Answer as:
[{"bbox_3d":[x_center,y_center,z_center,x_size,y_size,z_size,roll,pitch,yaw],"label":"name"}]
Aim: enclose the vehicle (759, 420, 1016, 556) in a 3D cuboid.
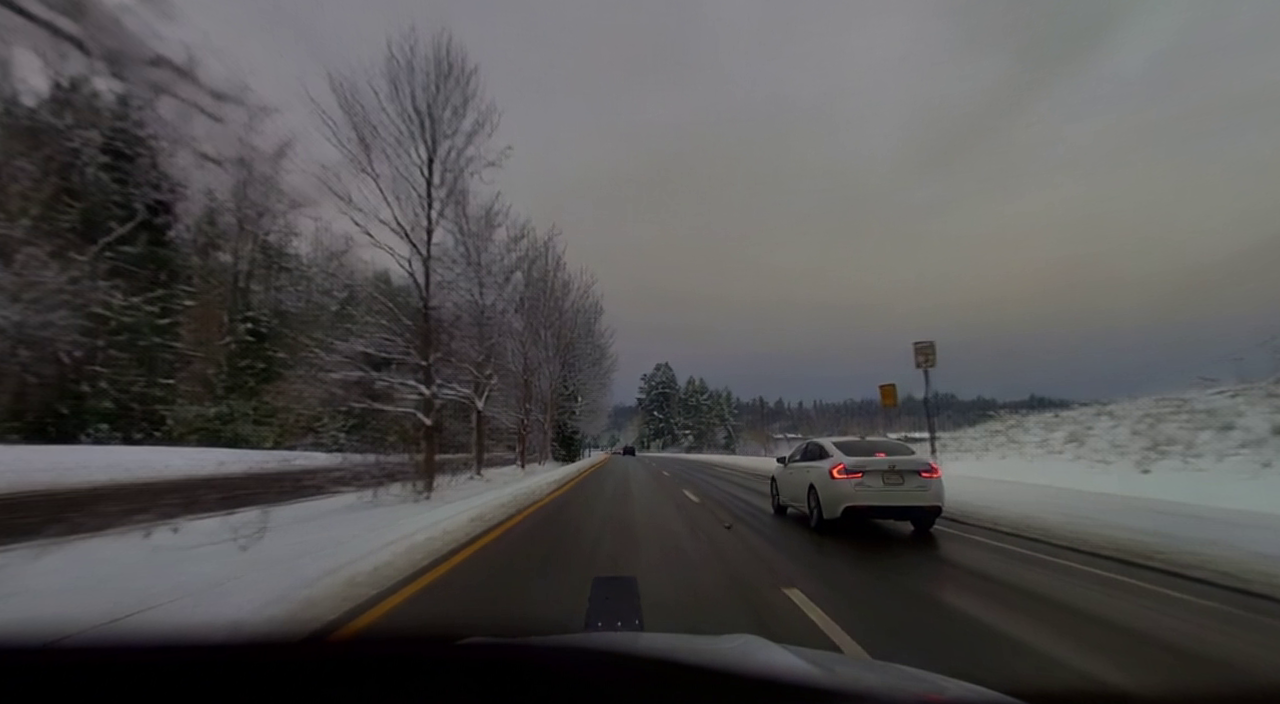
[{"bbox_3d":[3.373,1.958,9.840,2.060,1.584,4.592,0,-9,-1],"label":"vehicle"}]
